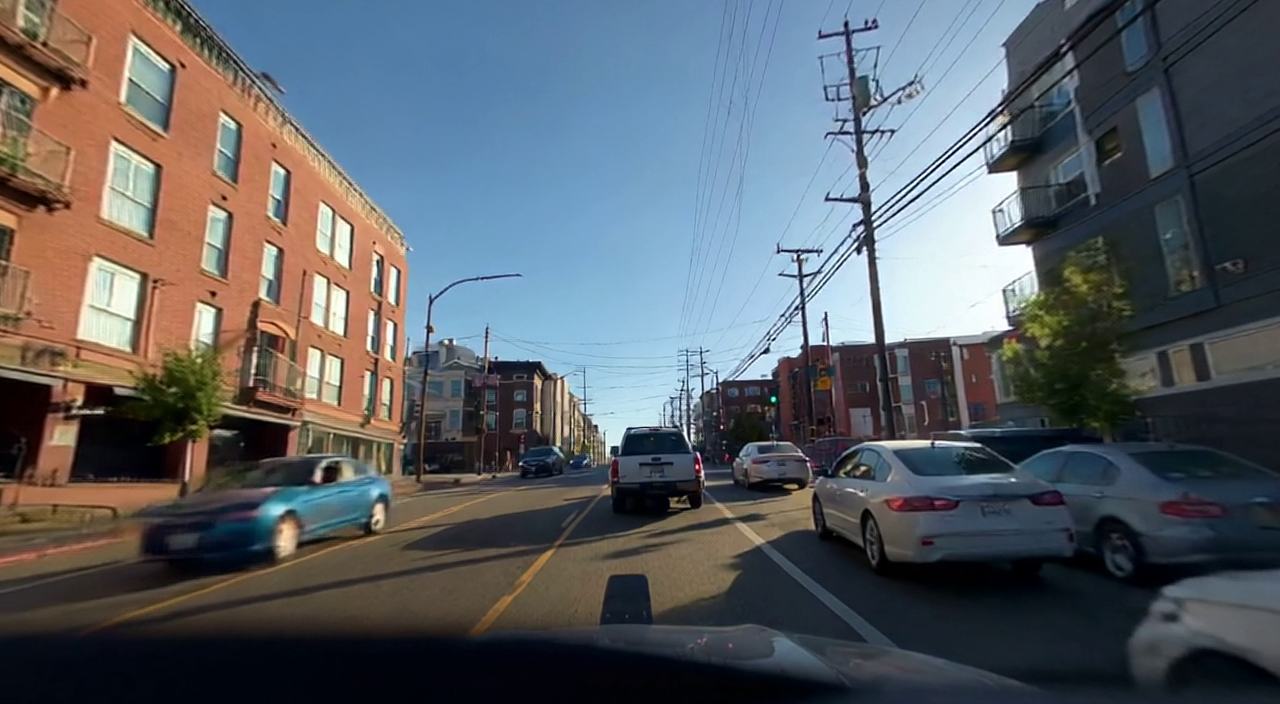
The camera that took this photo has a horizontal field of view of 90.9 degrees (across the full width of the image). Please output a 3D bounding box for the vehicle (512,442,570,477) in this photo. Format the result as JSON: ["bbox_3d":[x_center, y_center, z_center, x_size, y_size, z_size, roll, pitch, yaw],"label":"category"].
[{"bbox_3d":[-5.171,5.655,33.495,2.215,1.703,4.614,0,-8,2],"label":"vehicle"}]

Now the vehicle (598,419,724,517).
[{"bbox_3d":[0.371,2.351,13.277,2.232,1.736,4.036,0,-8,0],"label":"vehicle"}]

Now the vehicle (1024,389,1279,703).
[{"bbox_3d":[3.120,0.698,0.863,2.116,1.487,4.988,0,-8,1],"label":"vehicle"}]

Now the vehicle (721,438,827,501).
[{"bbox_3d":[3.381,3.039,16.811,1.970,1.452,4.227,0,-8,1],"label":"vehicle"}]

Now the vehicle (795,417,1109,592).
[{"bbox_3d":[3.352,1.684,7.842,1.906,1.578,4.020,0,-8,1],"label":"vehicle"}]

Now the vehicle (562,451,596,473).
[{"bbox_3d":[-4.720,8.623,49.519,2.014,1.538,4.275,-1,-8,3],"label":"vehicle"}]

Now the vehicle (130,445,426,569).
[{"bbox_3d":[-5.244,2.246,10.075,1.966,1.470,4.528,0,-8,1],"label":"vehicle"}]
